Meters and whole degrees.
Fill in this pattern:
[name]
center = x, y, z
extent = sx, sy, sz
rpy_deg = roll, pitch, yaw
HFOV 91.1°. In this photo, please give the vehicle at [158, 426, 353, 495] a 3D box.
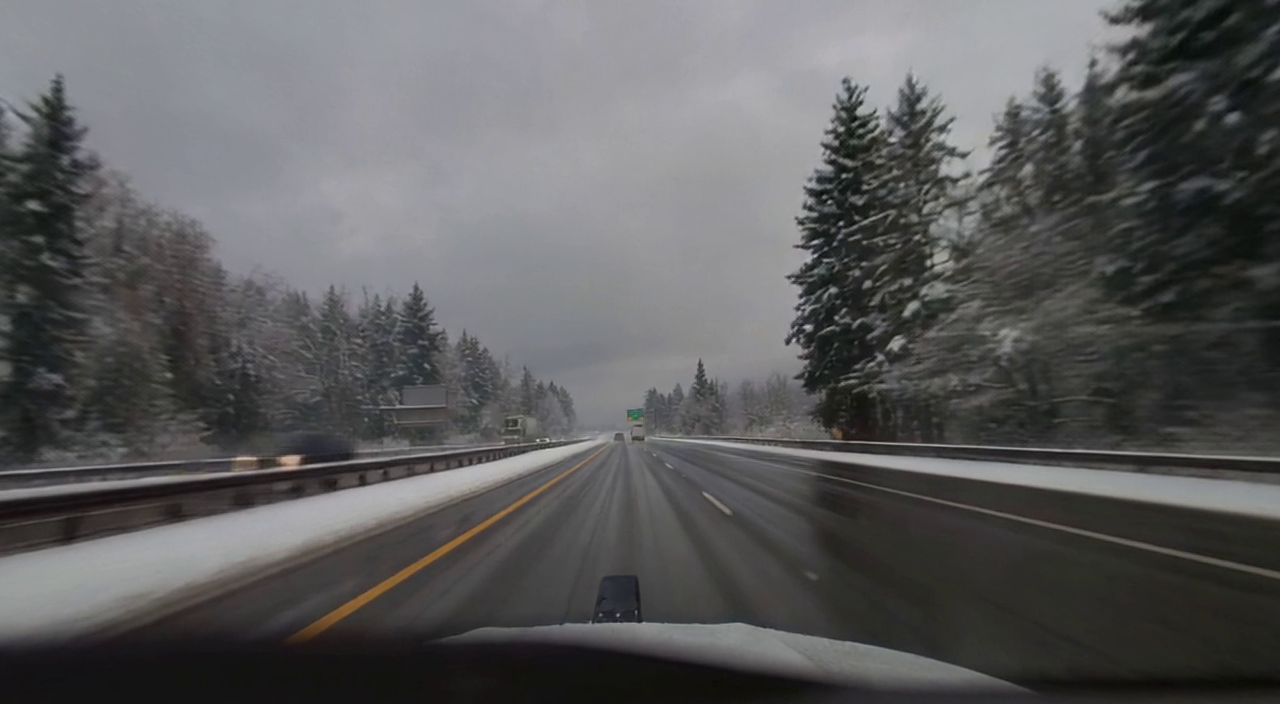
[vehicle]
center = -10.208, 2.895, 17.275
extent = 2.498, 1.625, 4.617
rpy_deg = 0, -8, -1
